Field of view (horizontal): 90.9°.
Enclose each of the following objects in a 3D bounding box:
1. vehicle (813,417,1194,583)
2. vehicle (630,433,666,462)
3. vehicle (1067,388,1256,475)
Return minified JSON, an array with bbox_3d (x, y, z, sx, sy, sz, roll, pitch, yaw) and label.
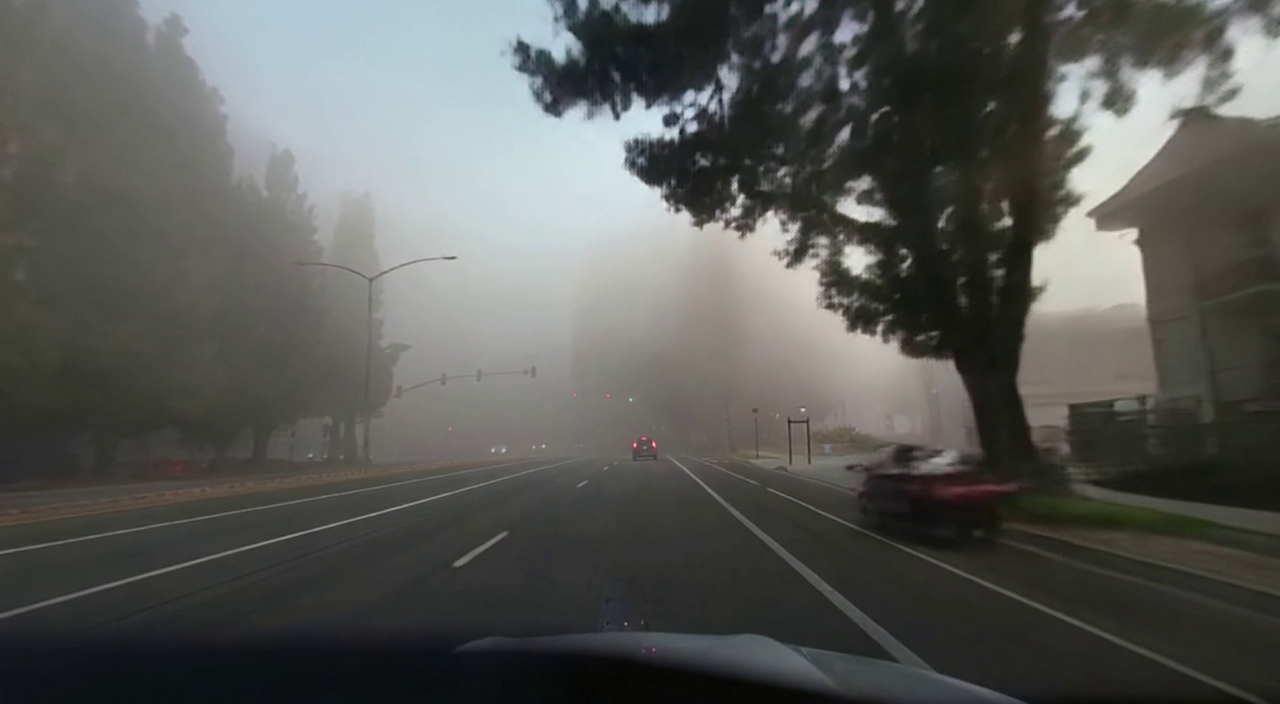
[{"bbox_3d":[3.999,1.701,8.126,2.269,1.520,4.410,0,-8,0],"label":"vehicle"},{"bbox_3d":[0.494,6.050,40.113,2.169,1.751,4.276,0,-8,0],"label":"vehicle"},{"bbox_3d":[14.945,2.337,18.389,2.197,2.274,3.589,1,-8,-4],"label":"vehicle"}]
